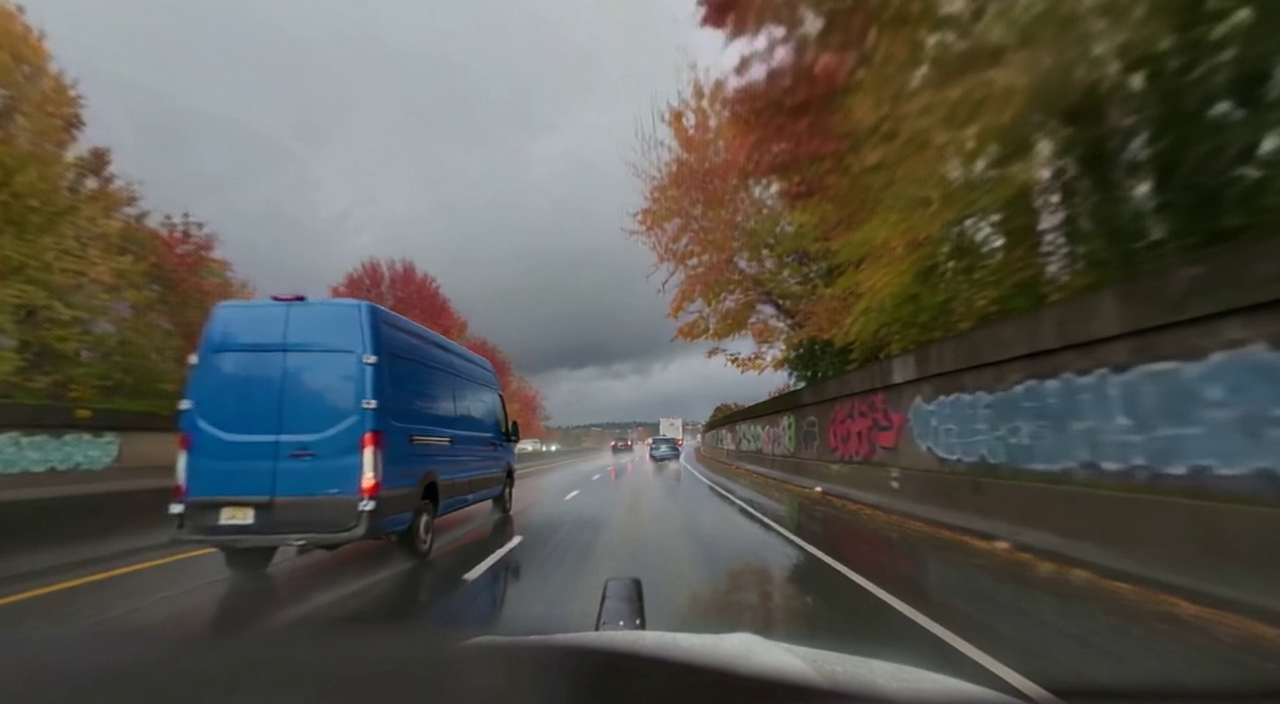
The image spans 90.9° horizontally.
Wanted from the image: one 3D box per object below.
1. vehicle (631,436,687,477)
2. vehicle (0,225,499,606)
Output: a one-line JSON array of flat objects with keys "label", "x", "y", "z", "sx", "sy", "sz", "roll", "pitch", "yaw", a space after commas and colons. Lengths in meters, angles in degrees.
[{"label": "vehicle", "x": 0.728, "y": 4.130, "z": 25.119, "sx": 2.071, "sy": 1.487, "sz": 3.948, "roll": 0, "pitch": -8, "yaw": 1}, {"label": "vehicle", "x": -3.342, "y": 0.771, "z": 7.130, "sx": 2.334, "sy": 2.769, "sz": 5.087, "roll": 0, "pitch": -8, "yaw": -1}]
